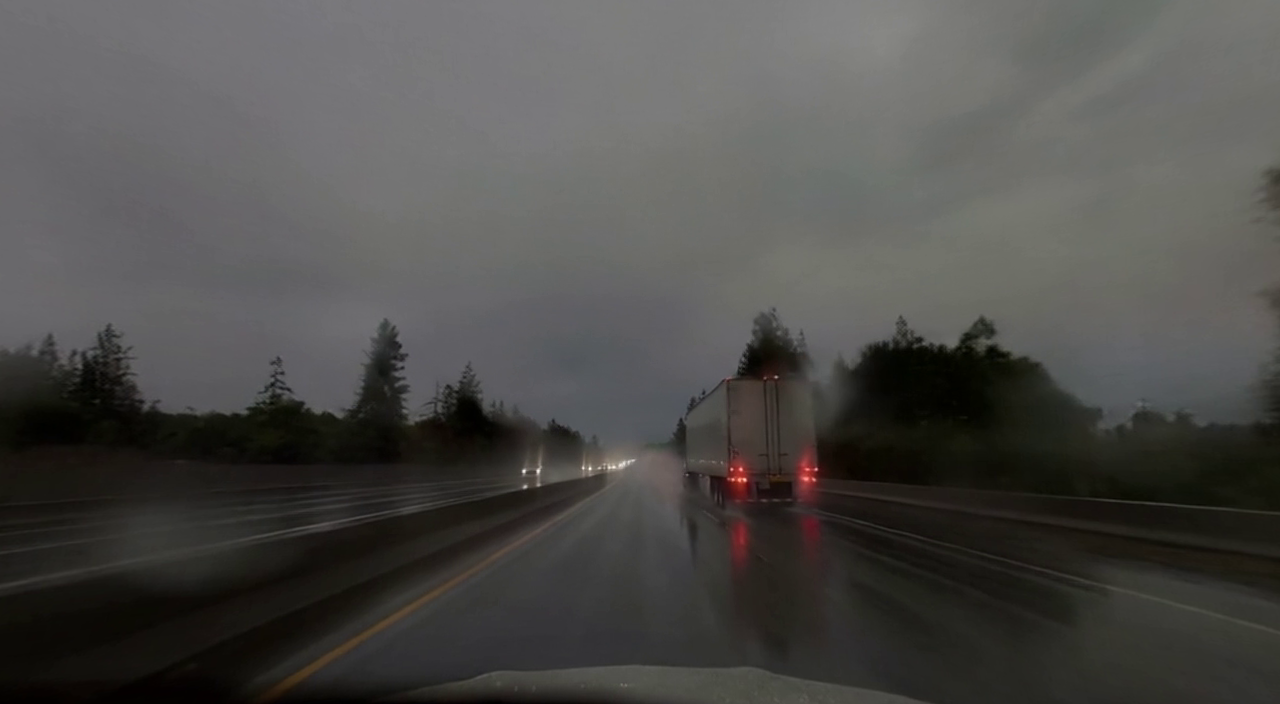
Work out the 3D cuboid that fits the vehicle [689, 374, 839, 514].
[{"bbox_3d":[4.175,3.904,25.331,3.204,4.102,13.306,1,-10,0],"label":"vehicle"}]
